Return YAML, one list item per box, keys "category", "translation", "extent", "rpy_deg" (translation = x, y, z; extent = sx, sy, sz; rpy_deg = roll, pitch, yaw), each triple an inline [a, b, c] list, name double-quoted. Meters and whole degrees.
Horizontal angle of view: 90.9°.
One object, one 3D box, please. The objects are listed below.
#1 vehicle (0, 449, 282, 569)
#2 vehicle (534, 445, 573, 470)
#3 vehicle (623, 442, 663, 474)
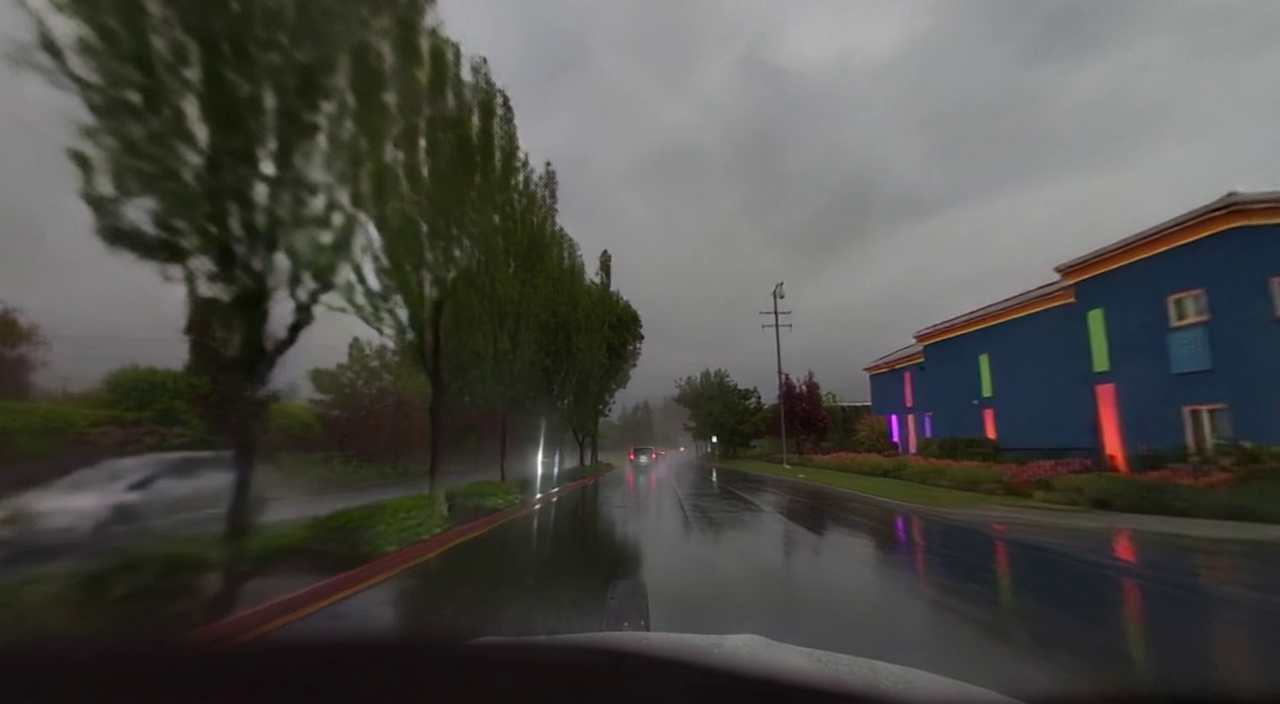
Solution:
- category: "vehicle"
  translation: [-8.259, 2.340, 10.277]
  extent: [2.040, 1.465, 4.448]
  rpy_deg: [0, -8, 3]
- category: "vehicle"
  translation: [-6.501, 7.973, 47.790]
  extent: [2.055, 1.757, 4.584]
  rpy_deg: [0, -8, 3]
- category: "vehicle"
  translation: [0.230, 6.040, 36.109]
  extent: [2.129, 1.713, 4.314]
  rpy_deg: [0, -8, 2]
